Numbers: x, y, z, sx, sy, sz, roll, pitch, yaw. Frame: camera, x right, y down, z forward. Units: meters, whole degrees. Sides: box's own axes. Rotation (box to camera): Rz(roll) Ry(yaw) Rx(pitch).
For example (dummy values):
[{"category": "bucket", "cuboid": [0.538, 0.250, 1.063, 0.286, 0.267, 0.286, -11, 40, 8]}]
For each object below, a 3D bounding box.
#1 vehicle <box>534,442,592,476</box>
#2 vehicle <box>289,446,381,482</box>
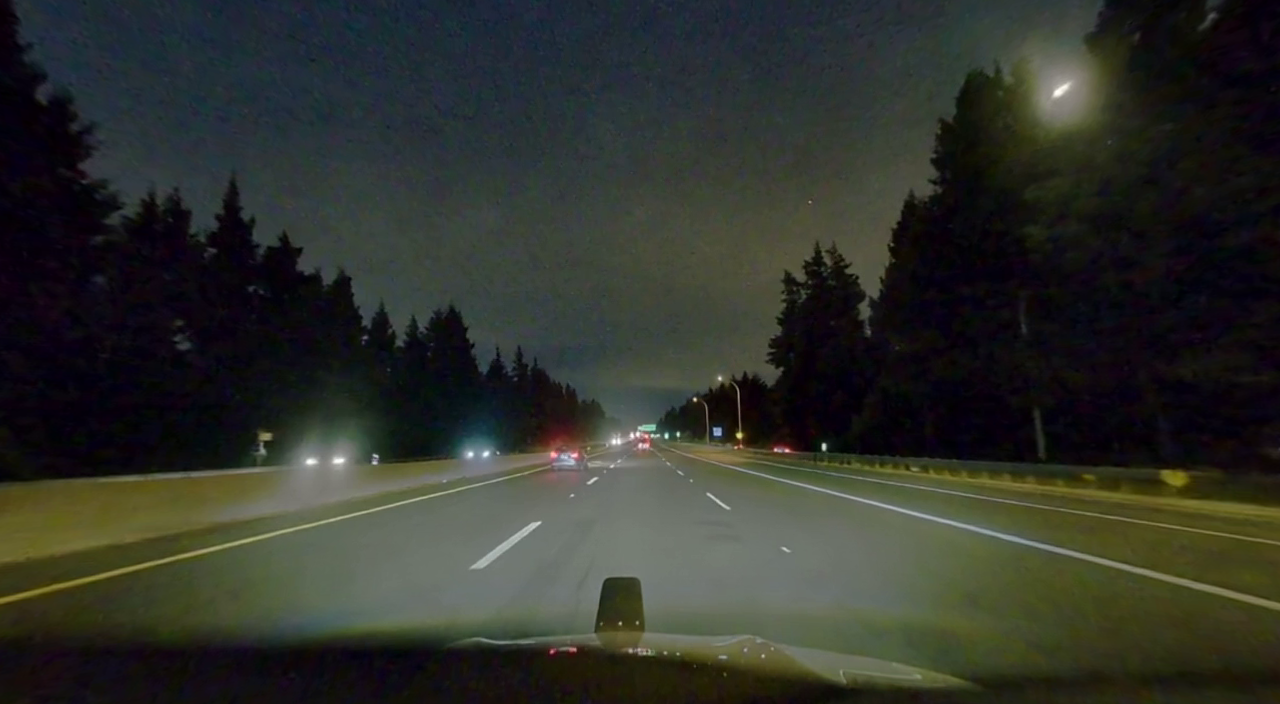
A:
[{"category": "vehicle", "cuboid": [-3.638, 5.169, 30.603, 2.162, 1.493, 4.583, 0, -9, 1]}, {"category": "vehicle", "cuboid": [-14.424, 5.302, 30.140, 1.921, 1.555, 4.876, 0, -9, 1]}]
